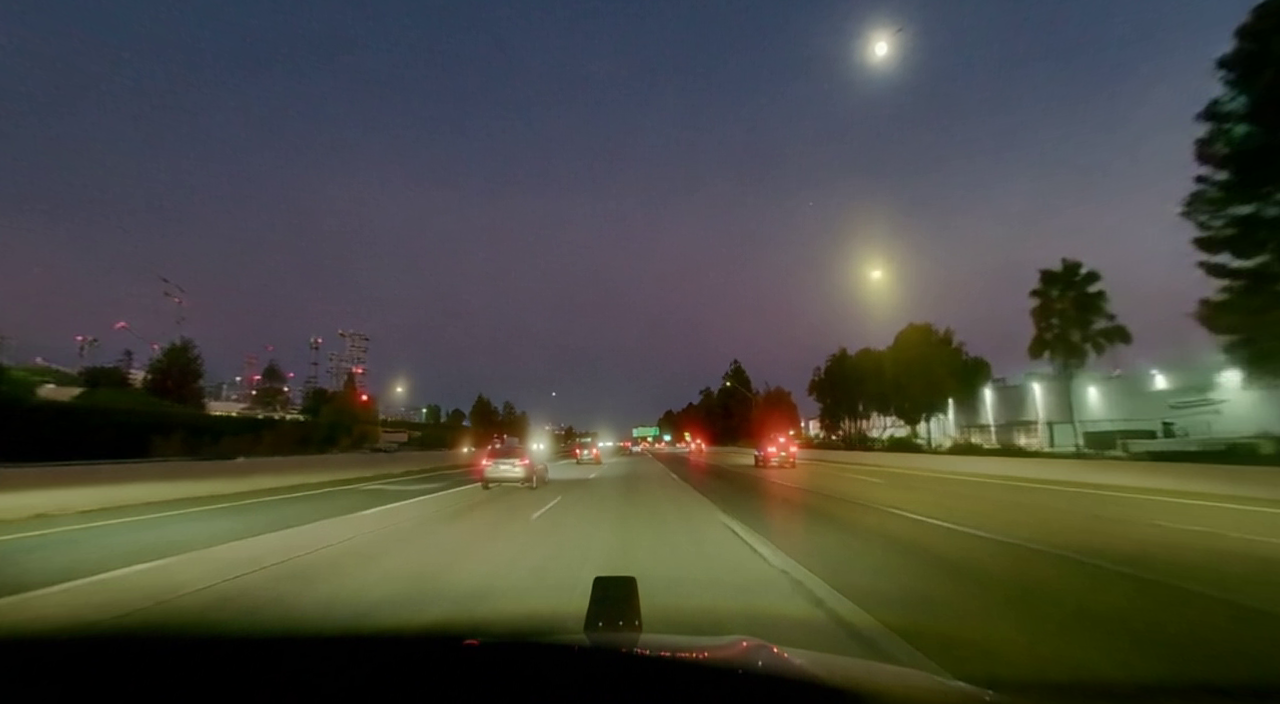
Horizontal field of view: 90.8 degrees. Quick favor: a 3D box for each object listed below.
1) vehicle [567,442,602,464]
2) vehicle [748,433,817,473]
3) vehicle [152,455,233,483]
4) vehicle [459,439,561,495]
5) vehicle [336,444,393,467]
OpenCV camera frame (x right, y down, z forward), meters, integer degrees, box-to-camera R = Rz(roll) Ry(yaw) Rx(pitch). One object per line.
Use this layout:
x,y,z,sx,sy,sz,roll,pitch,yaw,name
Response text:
-3.897,7.194,45.112,2.078,1.464,4.093,0,-9,0,vehicle
6.790,4.867,30.667,2.147,1.769,4.666,0,-9,-2,vehicle
-24.515,6.406,34.798,1.724,1.414,3.765,0,-9,-1,vehicle
-3.697,3.373,18.951,2.047,1.469,4.614,0,-9,0,vehicle
-21.091,7.925,48.588,2.136,1.695,5.011,0,-9,0,vehicle
